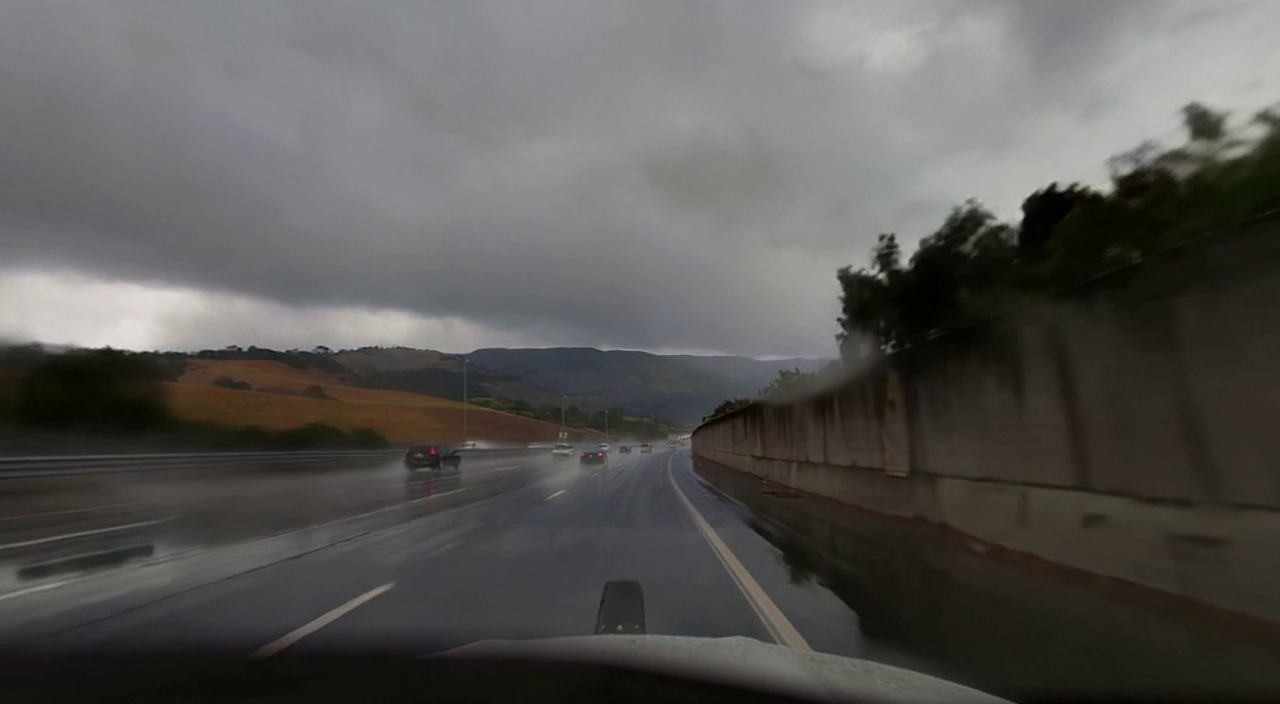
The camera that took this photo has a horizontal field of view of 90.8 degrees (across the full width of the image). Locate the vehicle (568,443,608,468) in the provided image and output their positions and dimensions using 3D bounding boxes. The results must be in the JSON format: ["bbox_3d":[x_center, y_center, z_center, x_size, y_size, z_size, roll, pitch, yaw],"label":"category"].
[{"bbox_3d":[-3.190,6.452,39.516,1.931,1.492,4.076,-1,-8,3],"label":"vehicle"}]

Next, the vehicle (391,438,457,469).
[{"bbox_3d":[-12.914,6.099,38.154,2.076,1.766,4.831,-1,-8,2],"label":"vehicle"}]
